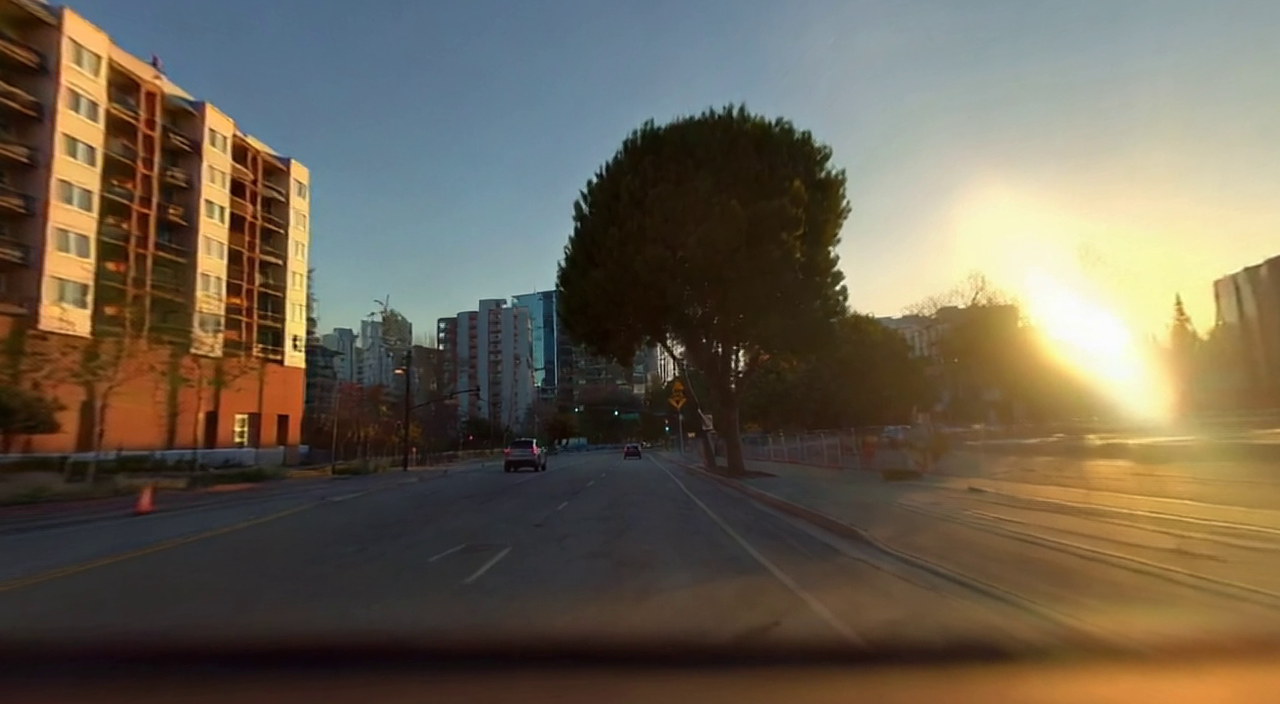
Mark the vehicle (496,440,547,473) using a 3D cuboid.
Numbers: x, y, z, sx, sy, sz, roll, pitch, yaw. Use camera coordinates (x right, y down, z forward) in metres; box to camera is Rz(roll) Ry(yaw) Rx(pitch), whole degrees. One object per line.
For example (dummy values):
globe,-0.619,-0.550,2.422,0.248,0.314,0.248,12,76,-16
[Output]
vehicle,-6.526,5.791,35.202,2.076,1.724,4.188,0,-9,-1
